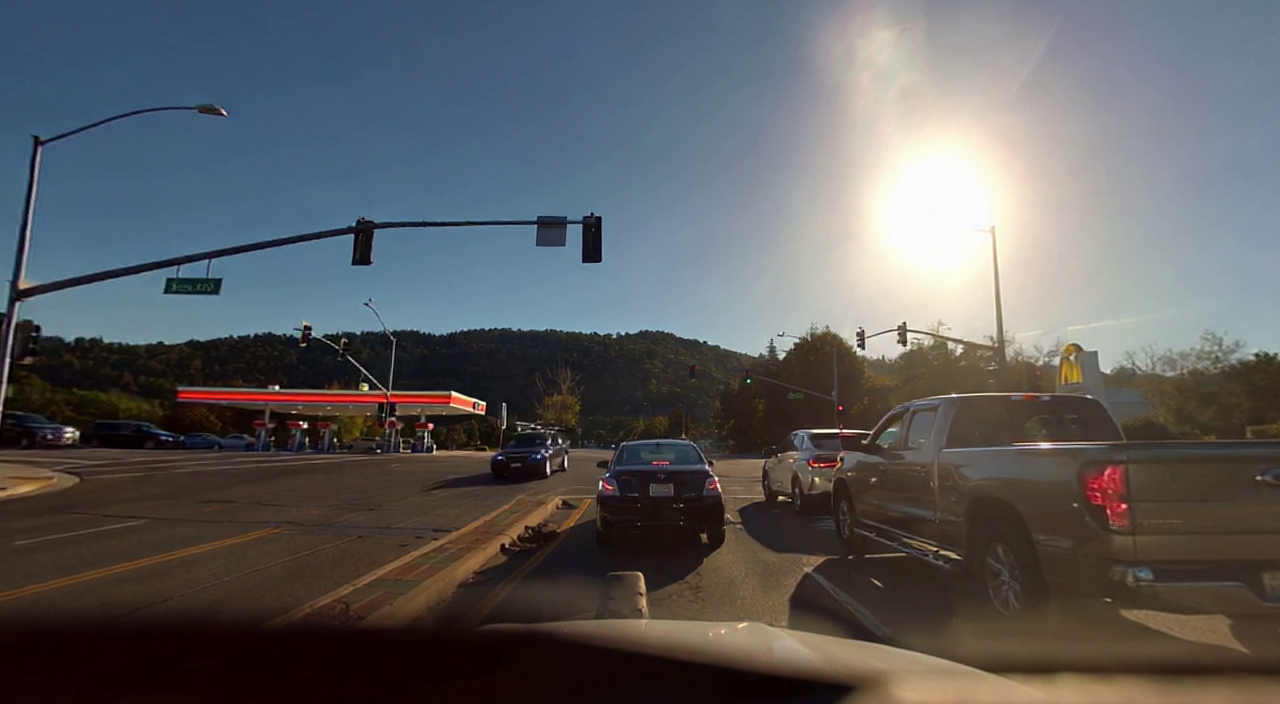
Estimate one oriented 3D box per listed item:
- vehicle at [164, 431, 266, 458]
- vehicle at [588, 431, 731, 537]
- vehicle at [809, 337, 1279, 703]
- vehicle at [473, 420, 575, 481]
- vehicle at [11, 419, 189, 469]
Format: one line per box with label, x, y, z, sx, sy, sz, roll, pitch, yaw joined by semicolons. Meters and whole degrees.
vehicle;-23.095;5.026;34.381;4.326;1.420;1.798;-1;-8;4
vehicle;0.273;2.176;10.971;2.027;1.494;3.824;0;-8;0
vehicle;3.577;1.300;5.968;2.277;1.871;6.143;0;-8;0
vehicle;-4.329;3.837;24.828;2.615;2.031;5.638;1;-8;3
vehicle;-19.652;3.364;23.102;4.742;1.720;2.107;-1;-8;5
